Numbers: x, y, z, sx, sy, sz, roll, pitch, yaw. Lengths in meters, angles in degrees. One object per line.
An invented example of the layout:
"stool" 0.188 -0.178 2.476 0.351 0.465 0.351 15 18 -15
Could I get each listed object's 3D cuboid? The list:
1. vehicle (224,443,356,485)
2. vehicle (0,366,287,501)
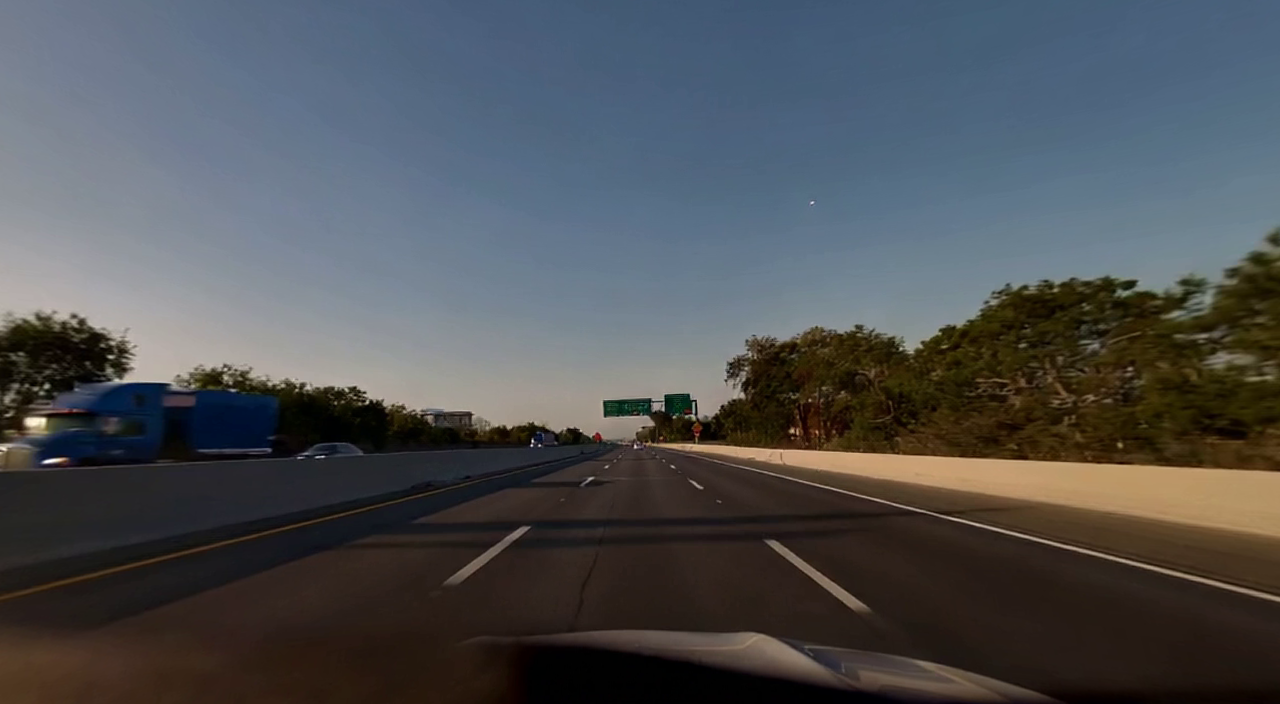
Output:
"vehicle" -17.847 5.727 32.868 2.585 1.877 7.721 0 -8 -1
"vehicle" -17.659 3.098 23.447 3.016 3.899 10.357 0 -8 -1
